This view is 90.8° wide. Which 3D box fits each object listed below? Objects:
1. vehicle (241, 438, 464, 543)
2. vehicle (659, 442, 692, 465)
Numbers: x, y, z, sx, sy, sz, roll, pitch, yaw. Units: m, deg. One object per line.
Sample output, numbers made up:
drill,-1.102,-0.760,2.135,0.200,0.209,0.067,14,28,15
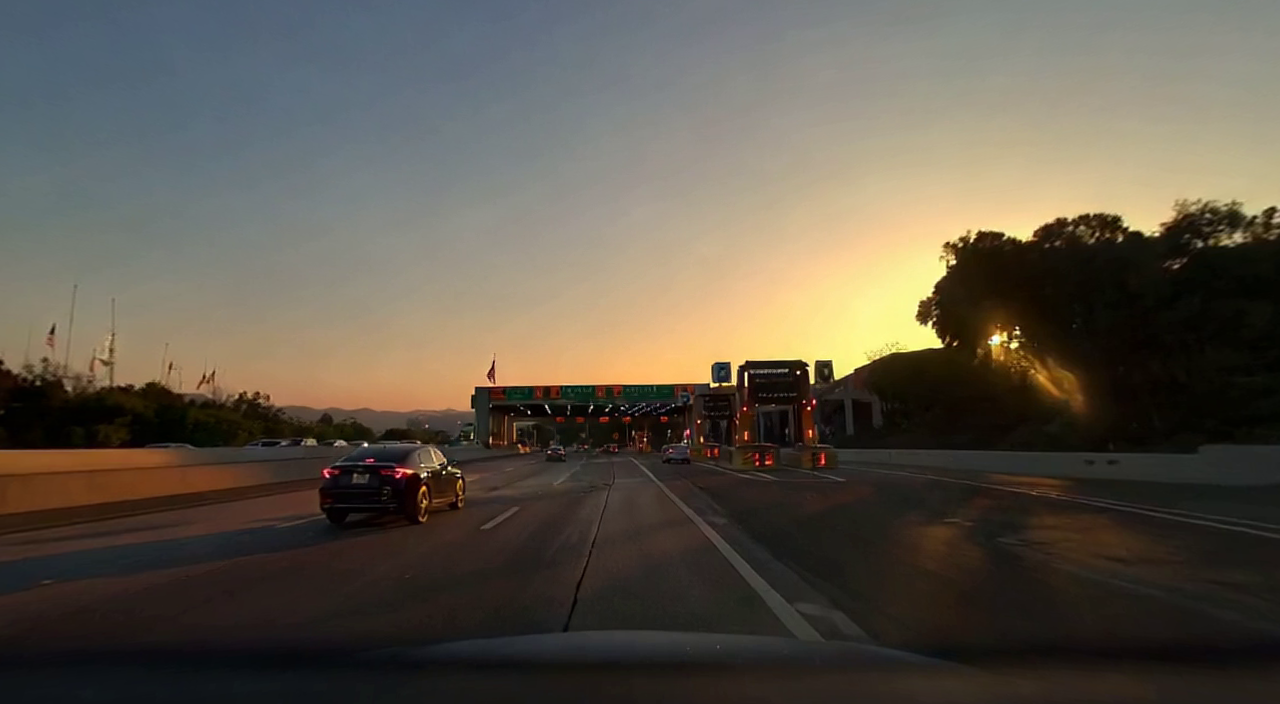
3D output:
vehicle,-4.733,2.309,11.270,1.981,1.465,4.334,0,-8,-1
vehicle,2.664,7.721,48.423,2.072,1.639,4.919,0,-8,-2
